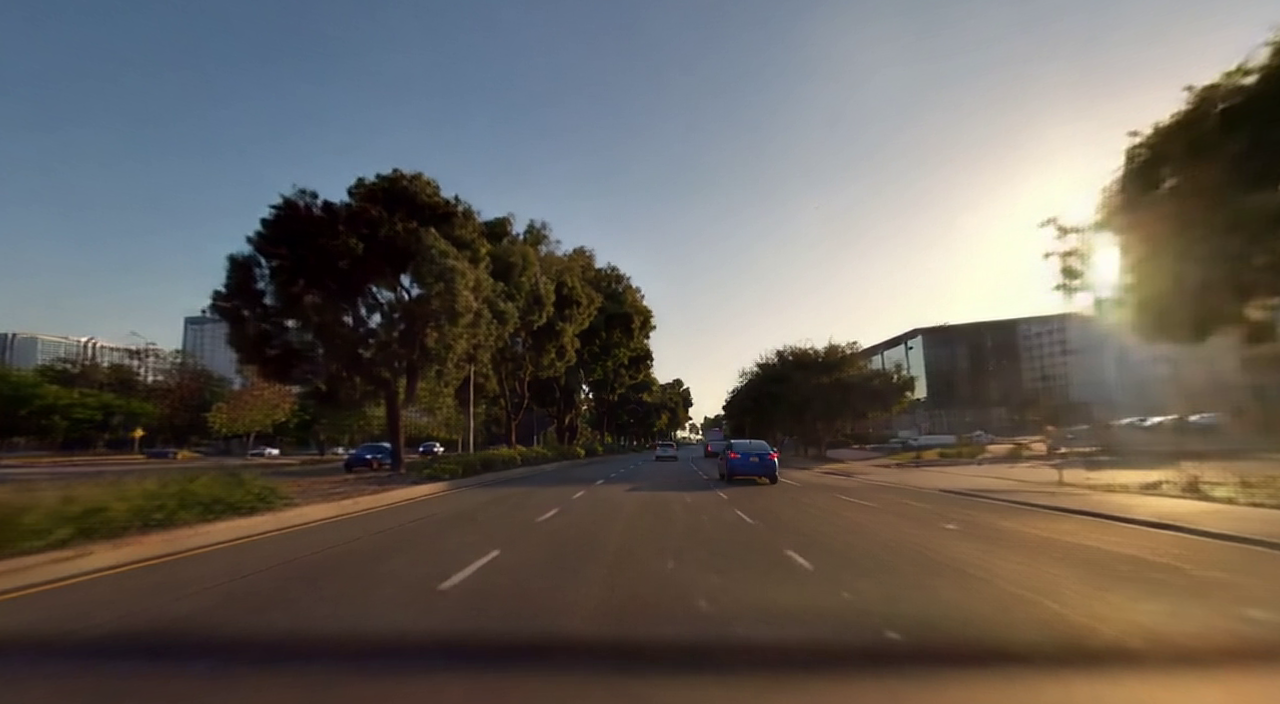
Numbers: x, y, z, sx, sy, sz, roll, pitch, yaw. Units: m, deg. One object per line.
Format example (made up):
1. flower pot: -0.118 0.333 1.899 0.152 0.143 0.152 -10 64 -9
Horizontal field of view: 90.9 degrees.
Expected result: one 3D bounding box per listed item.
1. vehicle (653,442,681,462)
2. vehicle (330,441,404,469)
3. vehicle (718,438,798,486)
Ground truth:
1. vehicle: 2.166 7.902 49.835 2.059 1.477 3.988 -1 -8 5
2. vehicle: -15.471 5.844 36.022 2.055 1.495 4.772 0 -8 0
3. vehicle: 4.025 3.816 22.291 1.981 1.499 4.536 0 -8 0
